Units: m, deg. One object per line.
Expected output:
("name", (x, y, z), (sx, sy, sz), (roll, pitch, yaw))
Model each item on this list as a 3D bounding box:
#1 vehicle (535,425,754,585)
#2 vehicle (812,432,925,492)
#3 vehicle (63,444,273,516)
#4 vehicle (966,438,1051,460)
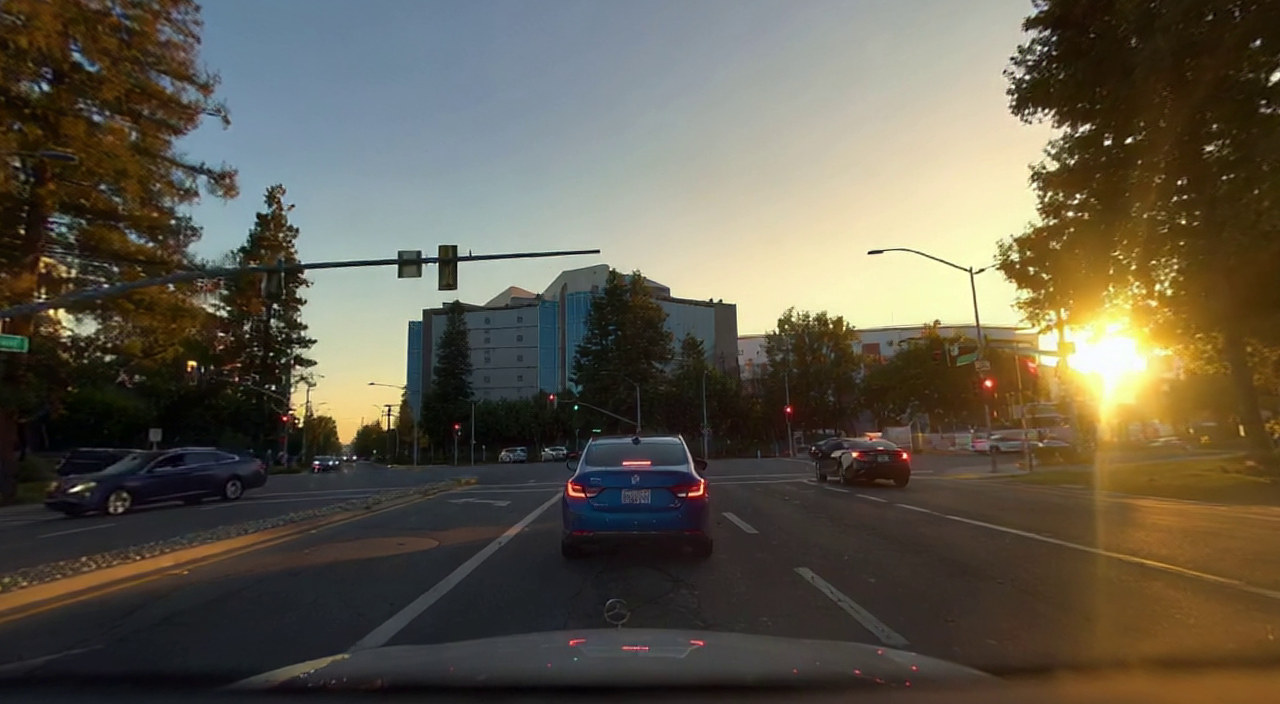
("vehicle", (-0.017, 1.764, 8.149), (2.070, 1.488, 4.206), (0, -8, -2))
("vehicle", (7.061, 3.434, 20.072), (2.039, 1.692, 4.319), (0, -8, 1))
("vehicle", (-12.740, 3.431, 17.565), (2.097, 1.710, 4.649), (-1, -9, 3))
("vehicle", (25.503, 6.720, 43.829), (4.563, 1.454, 2.056), (0, -8, -2))
